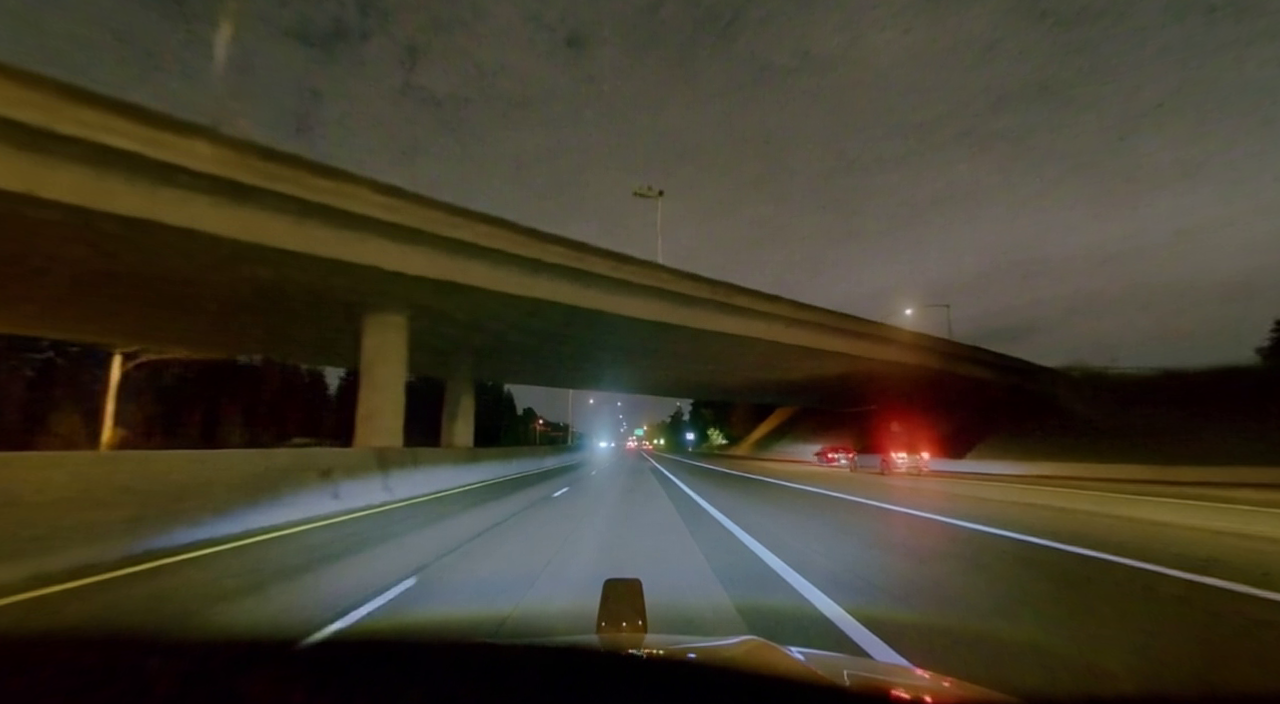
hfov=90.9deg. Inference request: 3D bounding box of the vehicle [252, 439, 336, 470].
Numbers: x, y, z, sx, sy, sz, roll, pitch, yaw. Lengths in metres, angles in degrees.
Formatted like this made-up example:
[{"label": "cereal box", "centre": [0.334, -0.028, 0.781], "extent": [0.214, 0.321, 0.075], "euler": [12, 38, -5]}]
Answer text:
[{"label": "vehicle", "centre": [-19.491, 5.790, 35.788], "extent": [2.040, 1.650, 4.791], "euler": [0, -9, 0]}]
